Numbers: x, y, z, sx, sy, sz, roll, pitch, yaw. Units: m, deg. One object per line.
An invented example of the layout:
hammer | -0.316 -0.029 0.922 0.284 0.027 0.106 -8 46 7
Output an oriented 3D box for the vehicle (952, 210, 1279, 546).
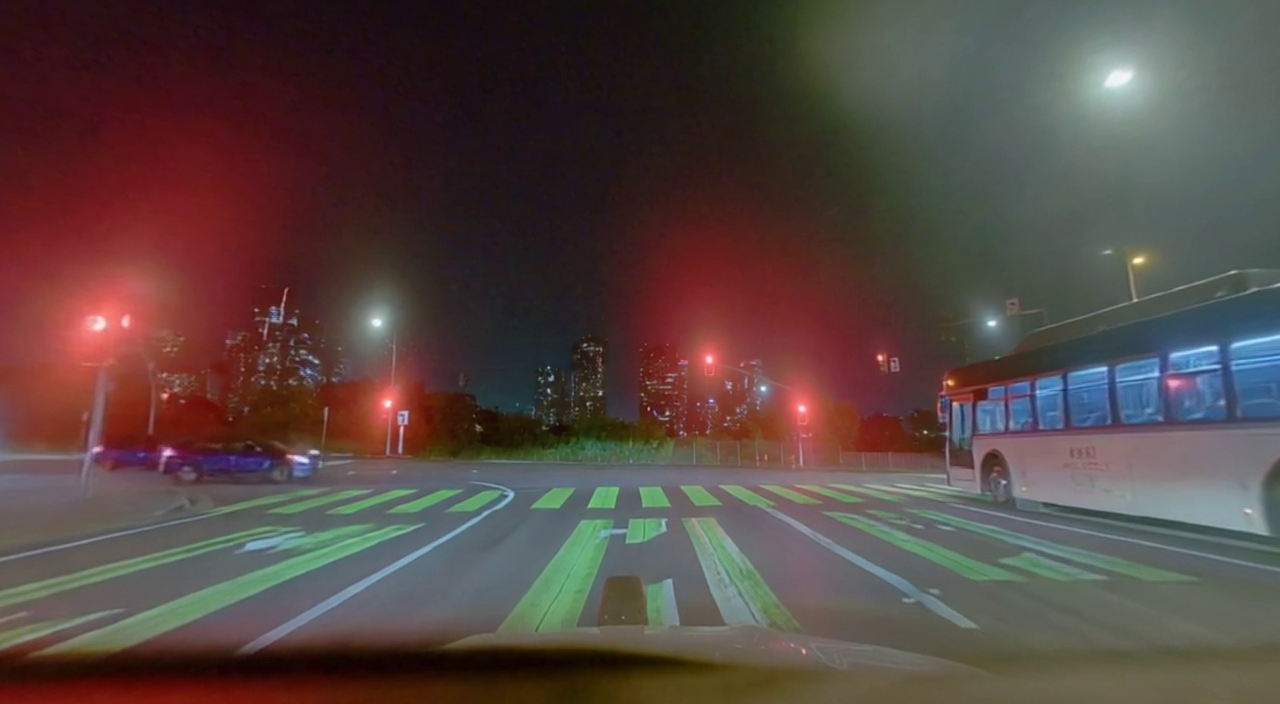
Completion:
vehicle | 9.404 0.707 10.170 2.916 4.009 13.397 0 -9 5

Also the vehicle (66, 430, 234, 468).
vehicle | -20.684 4.143 26.920 5.203 1.488 1.907 3 -9 -19

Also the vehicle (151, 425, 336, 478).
vehicle | -13.511 3.462 21.910 5.014 1.675 1.906 3 -9 -18
